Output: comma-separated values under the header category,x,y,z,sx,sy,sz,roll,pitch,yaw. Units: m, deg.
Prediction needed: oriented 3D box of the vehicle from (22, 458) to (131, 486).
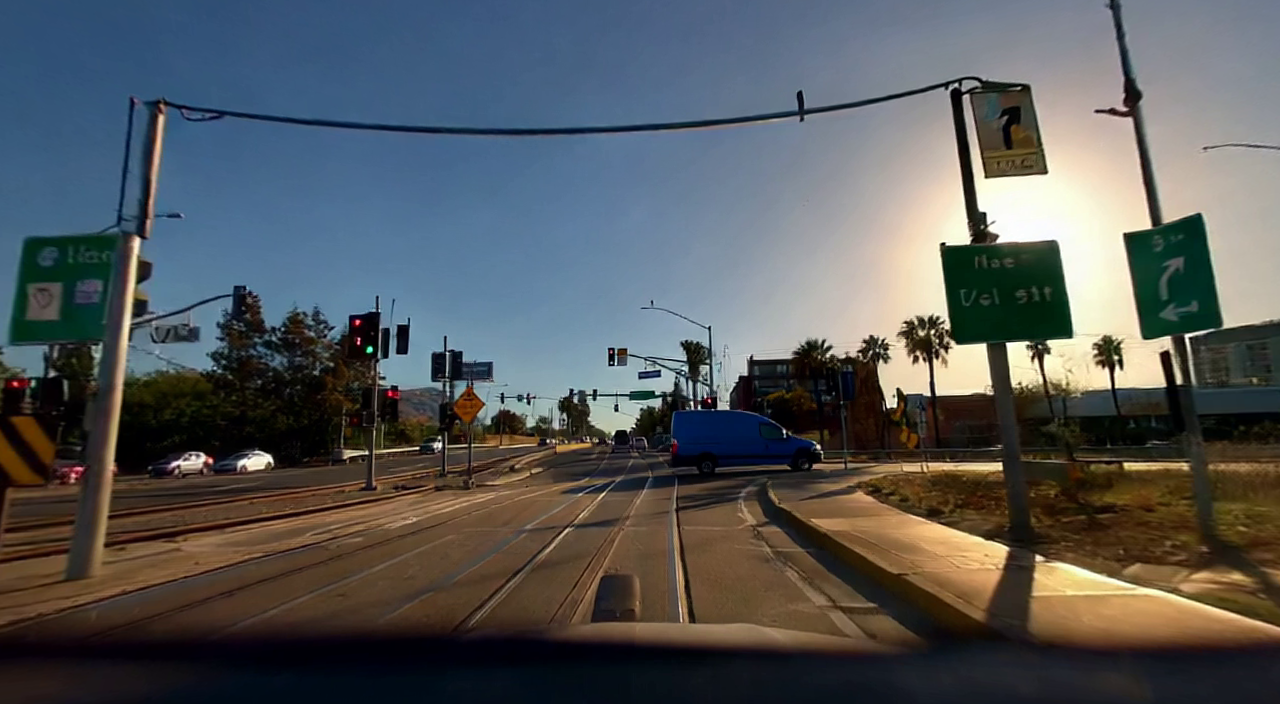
category,x,y,z,sx,sy,sz,roll,pitch,yaw
vehicle,-32.605,6.956,36.650,4.283,1.497,1.964,0,-8,-2

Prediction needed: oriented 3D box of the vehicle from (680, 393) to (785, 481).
category,x,y,z,sx,sy,sz,roll,pitch,yaw
vehicle,3.662,3.307,24.416,2.606,3.020,4.180,-5,-10,30

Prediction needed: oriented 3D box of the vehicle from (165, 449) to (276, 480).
category,x,y,z,sx,sy,sz,roll,pitch,yaw
vehicle,-24.635,6.597,37.221,4.925,1.634,2.219,1,-8,3
